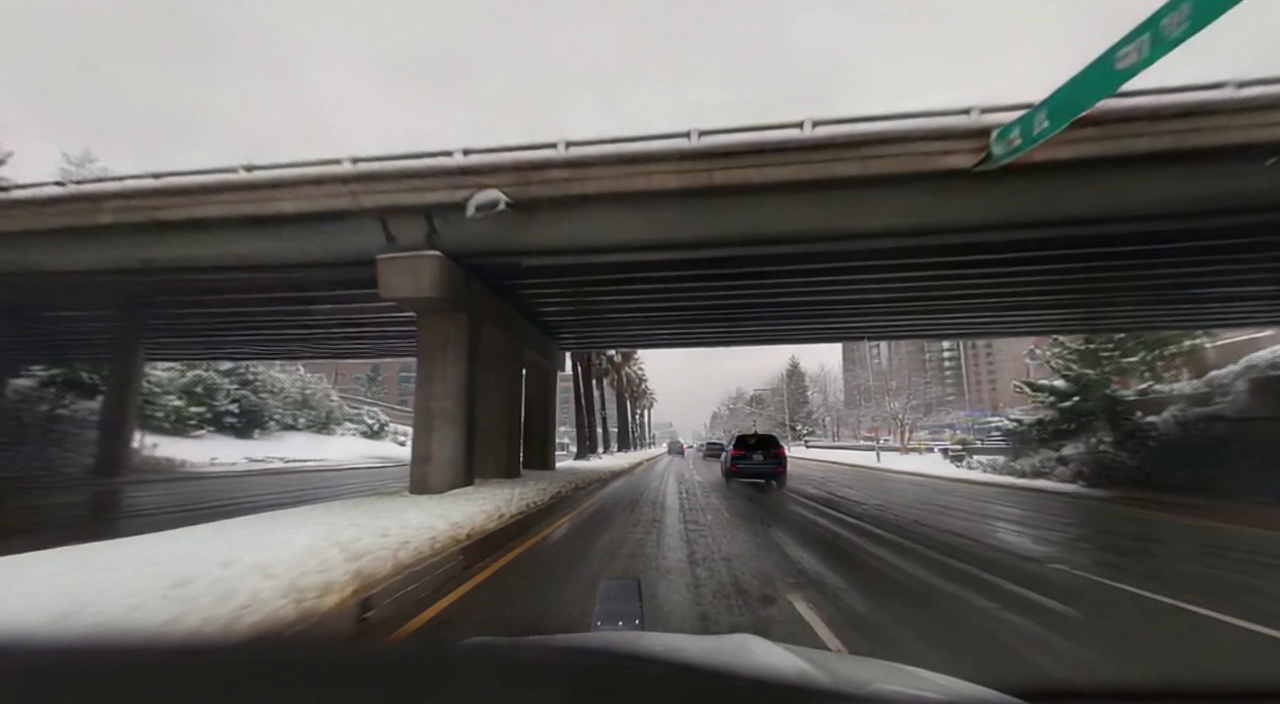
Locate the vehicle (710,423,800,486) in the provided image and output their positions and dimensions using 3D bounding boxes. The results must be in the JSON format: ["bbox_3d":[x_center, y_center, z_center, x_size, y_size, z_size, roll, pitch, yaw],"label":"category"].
[{"bbox_3d":[4.071,3.766,23.454,2.559,2.017,5.562,0,-9,3],"label":"vehicle"}]
